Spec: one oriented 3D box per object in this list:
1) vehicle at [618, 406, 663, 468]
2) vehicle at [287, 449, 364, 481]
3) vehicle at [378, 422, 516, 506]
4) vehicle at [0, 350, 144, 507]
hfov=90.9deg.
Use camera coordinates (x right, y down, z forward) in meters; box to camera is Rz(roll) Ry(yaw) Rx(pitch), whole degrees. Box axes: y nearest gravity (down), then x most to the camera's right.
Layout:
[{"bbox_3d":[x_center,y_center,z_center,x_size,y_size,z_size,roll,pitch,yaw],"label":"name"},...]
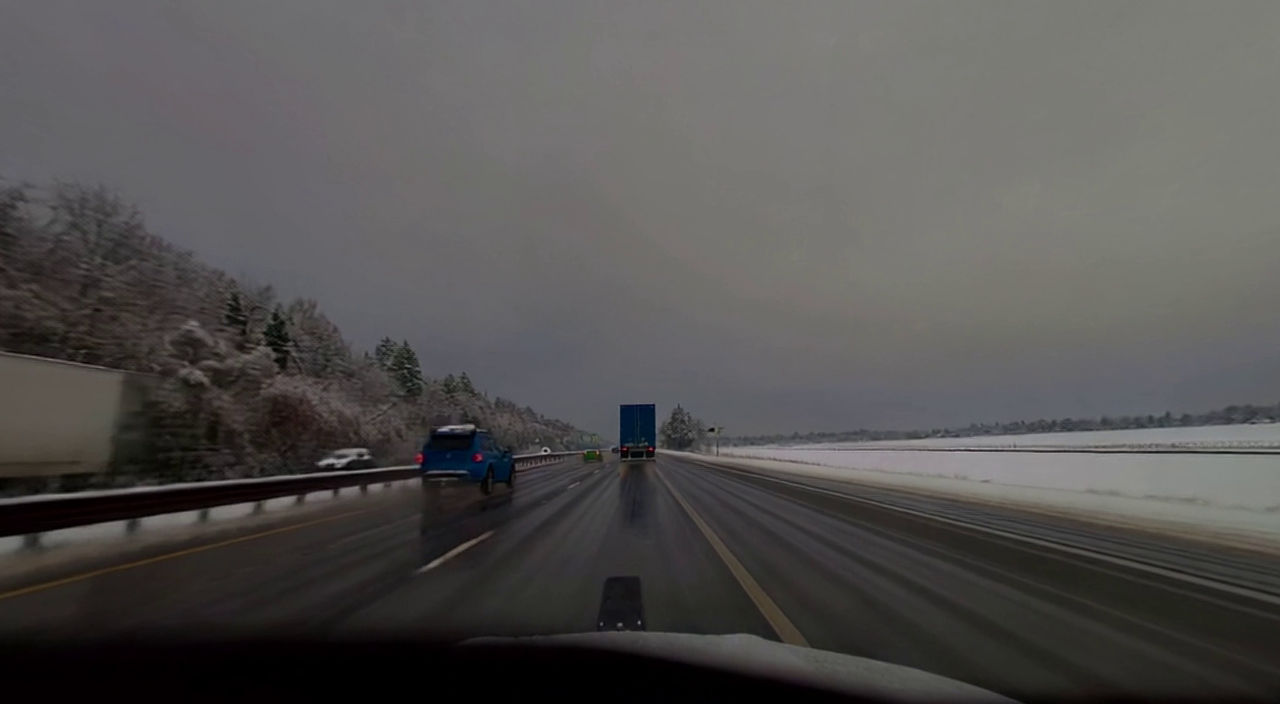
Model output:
[{"bbox_3d":[0.097,6.237,45.841,2.899,3.966,10.053,0,-9,1],"label":"vehicle"},{"bbox_3d":[-15.141,5.428,30.558,1.813,1.446,3.843,0,-9,-1],"label":"vehicle"},{"bbox_3d":[-4.642,2.781,16.052,2.042,1.815,4.639,0,-9,0],"label":"vehicle"},{"bbox_3d":[-17.783,1.538,13.378,2.855,3.978,14.229,0,-9,0],"label":"vehicle"}]
